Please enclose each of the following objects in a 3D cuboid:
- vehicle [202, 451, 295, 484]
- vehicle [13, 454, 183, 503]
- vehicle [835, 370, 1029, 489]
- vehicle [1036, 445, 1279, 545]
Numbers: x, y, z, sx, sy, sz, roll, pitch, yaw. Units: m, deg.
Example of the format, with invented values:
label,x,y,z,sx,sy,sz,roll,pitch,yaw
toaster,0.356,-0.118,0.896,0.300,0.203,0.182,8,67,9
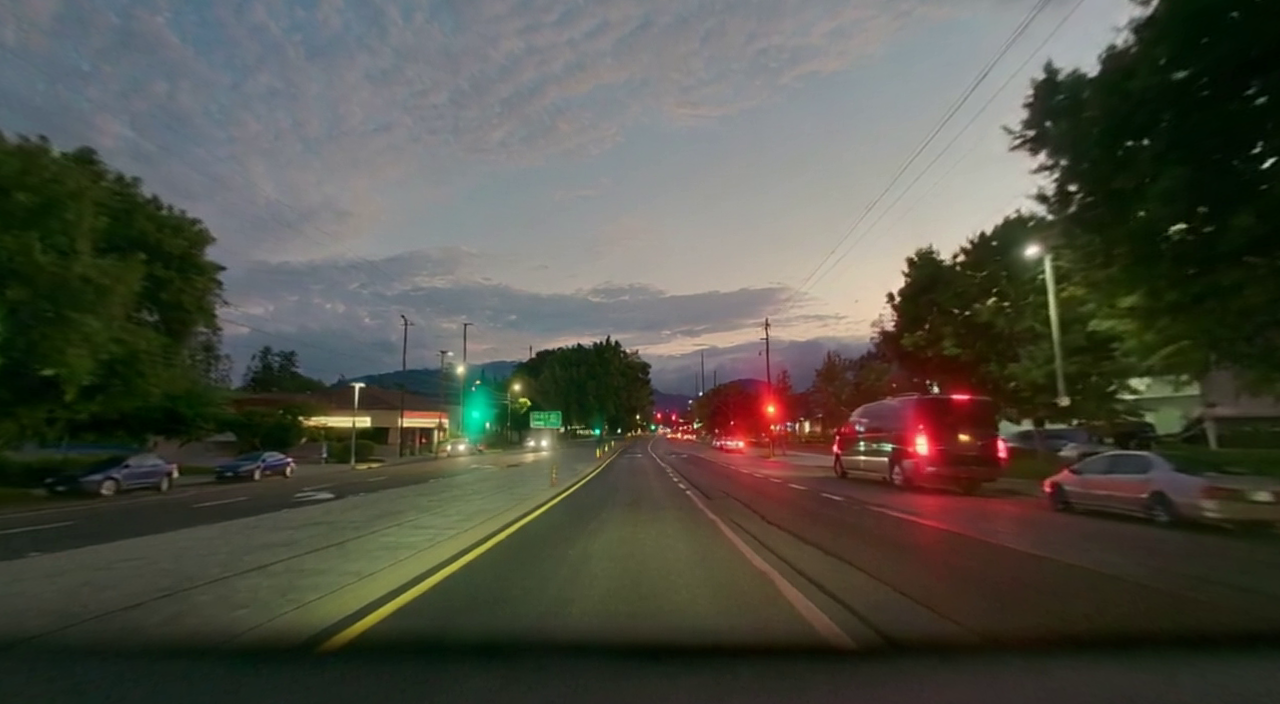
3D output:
label,x,y,z,sx,sy,sz,roll,pitch,yaw
vehicle,-19.562,5.757,31.801,1.813,1.465,4.454,-1,-9,0
vehicle,-19.492,4.533,23.102,1.975,1.484,4.820,0,-9,0
vehicle,9.598,2.827,22.201,2.684,3.381,8.336,0,-9,0
vehicle,9.723,2.431,11.572,1.827,1.414,4.879,0,-9,1
